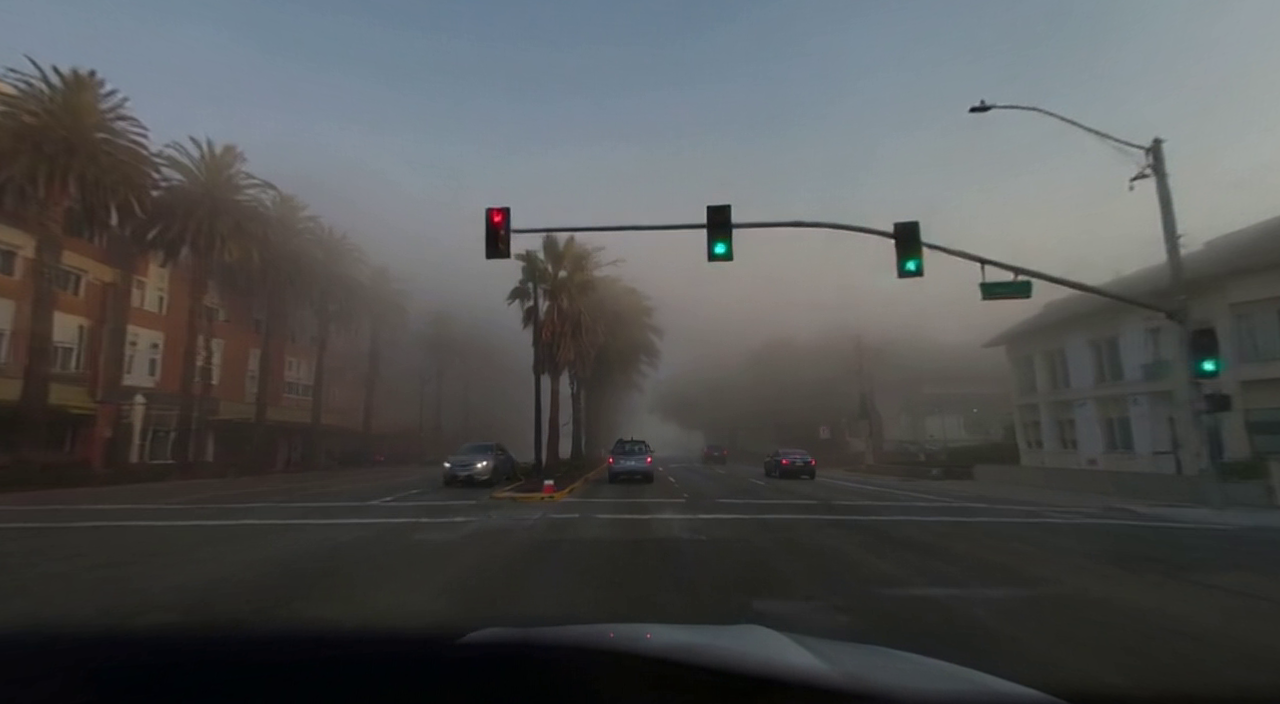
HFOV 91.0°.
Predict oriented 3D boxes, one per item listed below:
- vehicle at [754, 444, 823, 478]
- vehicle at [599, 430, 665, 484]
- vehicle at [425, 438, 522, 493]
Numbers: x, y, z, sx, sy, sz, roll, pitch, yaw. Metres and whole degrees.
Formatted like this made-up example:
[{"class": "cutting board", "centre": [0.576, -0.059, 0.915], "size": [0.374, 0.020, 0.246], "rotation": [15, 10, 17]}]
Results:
[{"class": "vehicle", "centre": [6.822, 5.056, 29.519], "size": [1.975, 1.483, 4.769], "rotation": [0, -8, -1]}, {"class": "vehicle", "centre": [-0.284, 3.937, 23.821], "size": [2.277, 1.816, 4.192], "rotation": [0, -8, 0]}, {"class": "vehicle", "centre": [-5.255, 3.596, 20.420], "size": [2.028, 1.489, 4.386], "rotation": [-3, -8, -1]}]
